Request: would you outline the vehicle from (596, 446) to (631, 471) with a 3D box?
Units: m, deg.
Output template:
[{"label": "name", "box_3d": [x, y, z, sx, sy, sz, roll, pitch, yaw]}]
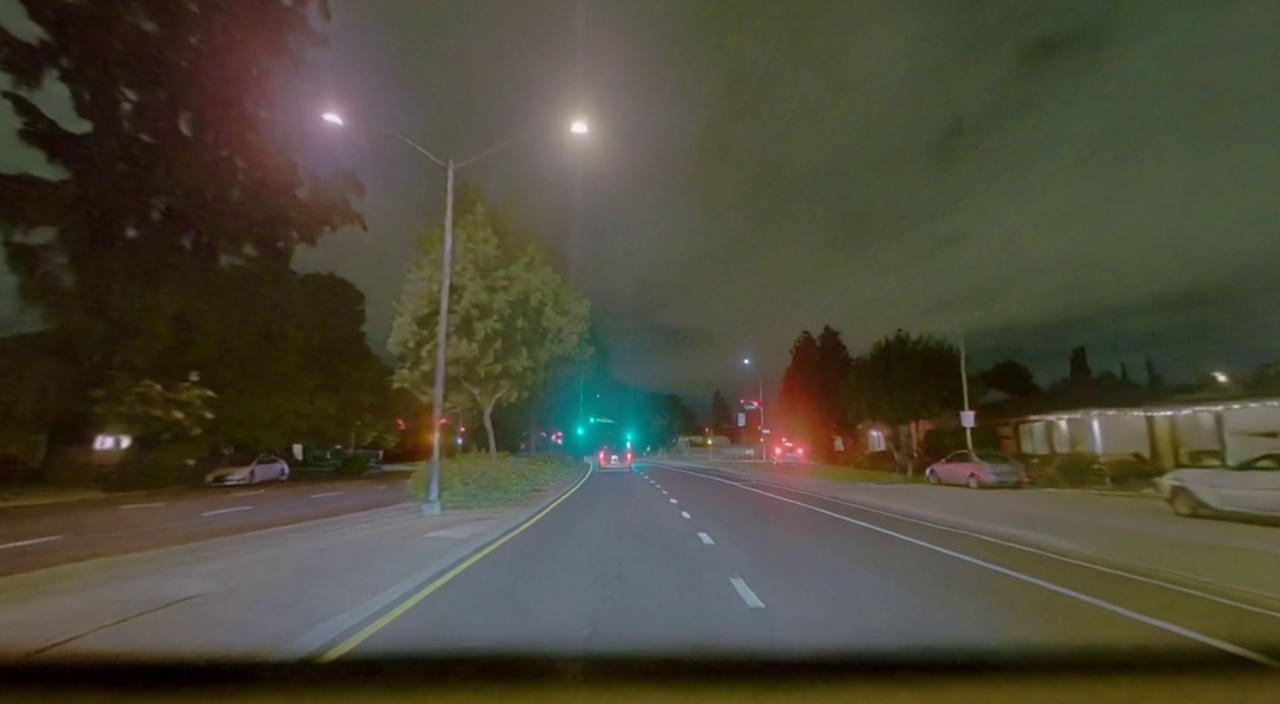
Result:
[{"label": "vehicle", "box_3d": [-1.710, 6.738, 40.051, 2.113, 1.462, 4.203, 1, -9, -4]}]

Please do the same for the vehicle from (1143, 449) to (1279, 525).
[{"label": "vehicle", "box_3d": [11.603, 2.296, 10.835, 2.015, 1.231, 4.748, 0, -9, 0]}]

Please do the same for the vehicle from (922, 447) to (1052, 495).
[{"label": "vehicle", "box_3d": [11.650, 3.986, 21.573, 1.839, 1.445, 4.484, 0, -9, -1]}]

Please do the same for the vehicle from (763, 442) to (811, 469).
[{"label": "vehicle", "box_3d": [10.227, 7.245, 44.211, 2.145, 1.795, 4.992, 0, -9, -1]}]

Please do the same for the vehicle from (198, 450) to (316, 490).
[{"label": "vehicle", "box_3d": [-15.330, 4.713, 25.564, 2.070, 1.469, 4.524, 0, -9, -2]}]
